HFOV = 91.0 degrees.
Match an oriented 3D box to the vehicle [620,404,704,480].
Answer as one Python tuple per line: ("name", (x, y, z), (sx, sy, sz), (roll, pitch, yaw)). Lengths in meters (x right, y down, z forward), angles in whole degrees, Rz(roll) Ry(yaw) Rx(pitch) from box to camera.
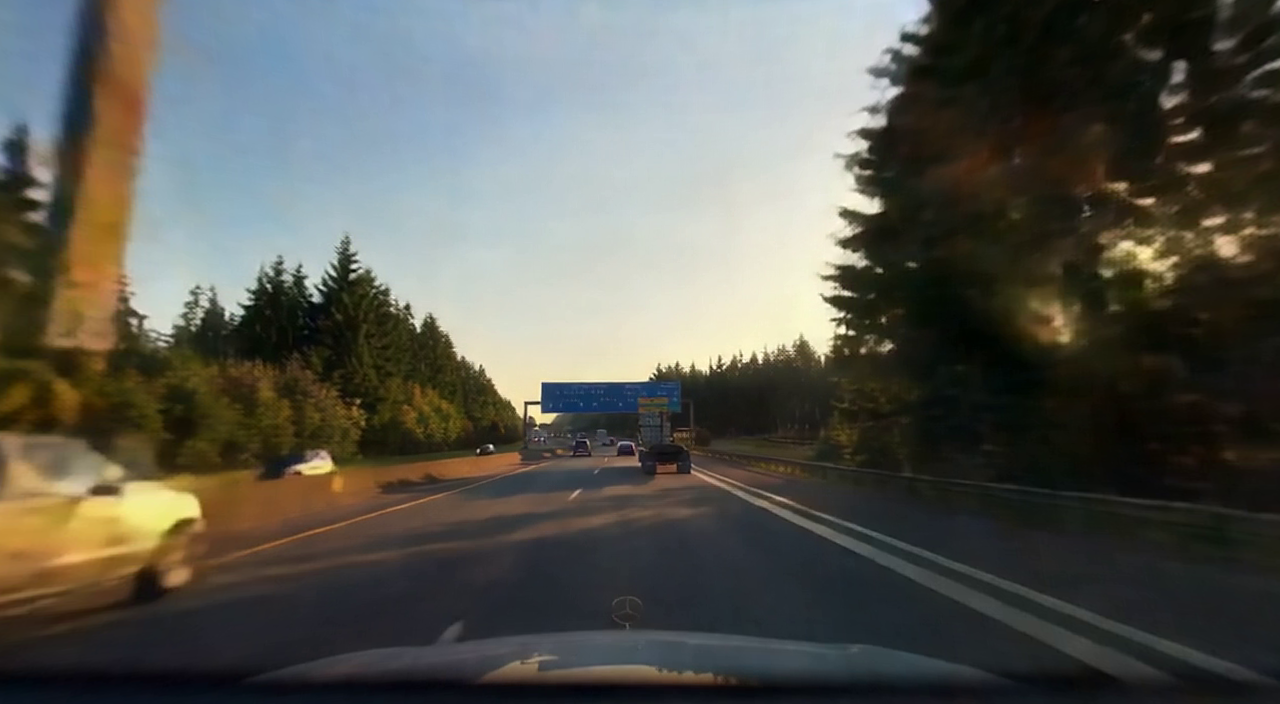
("vehicle", (0.613, 3.362, 23.625), (2.677, 2.439, 6.402), (0, -8, -2))
